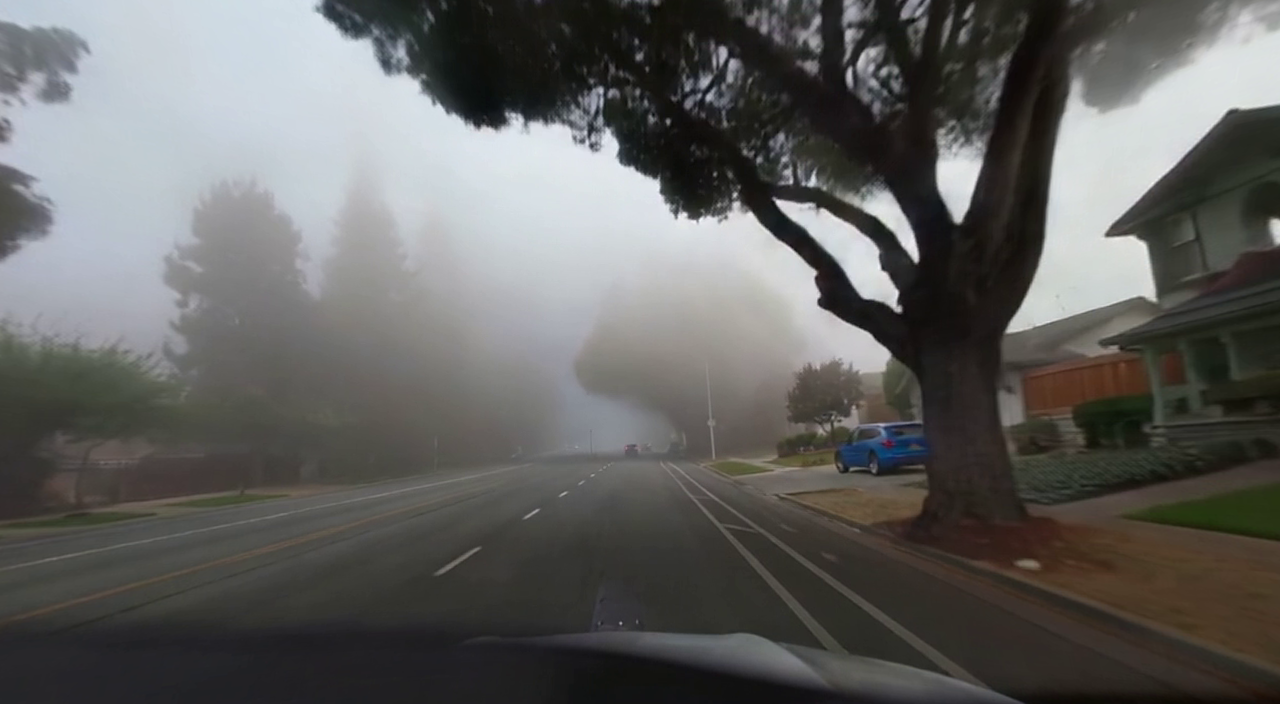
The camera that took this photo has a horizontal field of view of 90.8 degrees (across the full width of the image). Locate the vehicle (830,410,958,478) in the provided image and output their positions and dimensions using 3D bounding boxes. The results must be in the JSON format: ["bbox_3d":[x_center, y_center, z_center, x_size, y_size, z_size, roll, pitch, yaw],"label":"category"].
[{"bbox_3d":[8.203,3.102,21.040,2.051,1.801,4.785,-5,-9,-2],"label":"vehicle"}]
